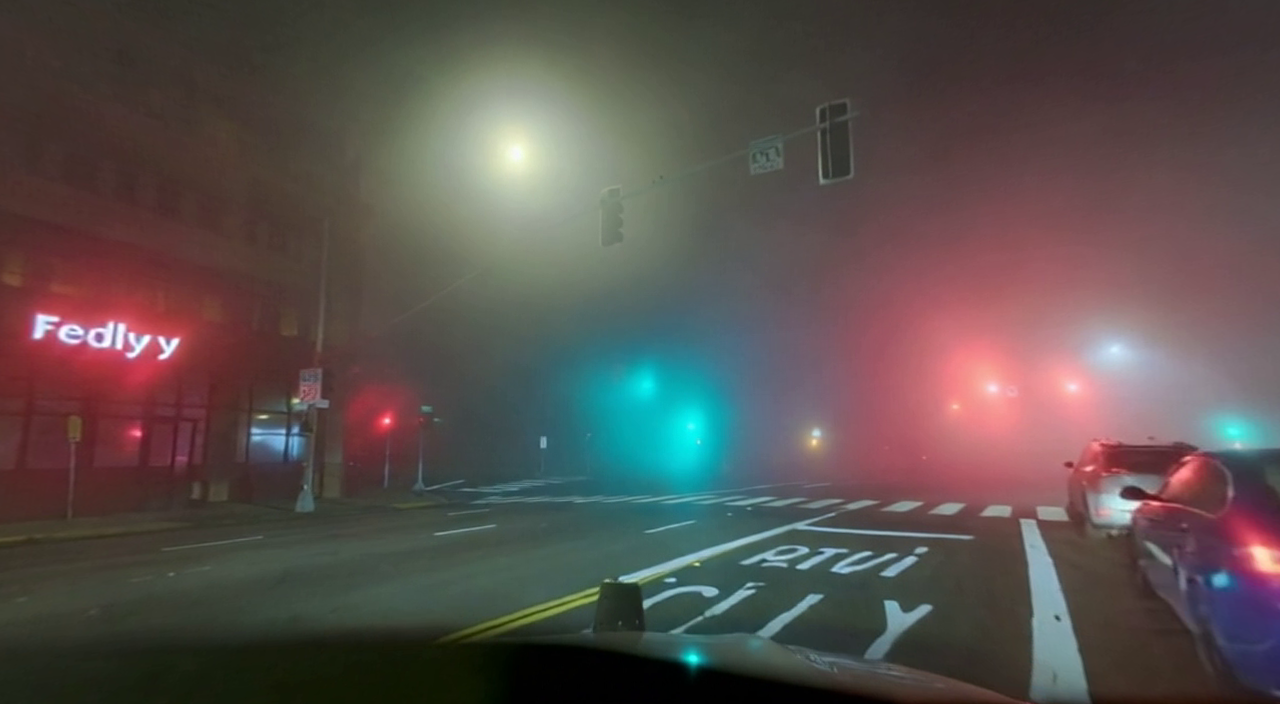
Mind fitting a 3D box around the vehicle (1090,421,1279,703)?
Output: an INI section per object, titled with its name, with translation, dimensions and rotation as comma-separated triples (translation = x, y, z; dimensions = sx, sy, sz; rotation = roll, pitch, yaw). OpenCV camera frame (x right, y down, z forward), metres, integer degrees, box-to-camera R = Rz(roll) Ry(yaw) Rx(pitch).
[vehicle]
translation = 4.312, 1.225, 3.922
dimensions = 1.872, 1.459, 4.483
rotation = -5, -10, 29
